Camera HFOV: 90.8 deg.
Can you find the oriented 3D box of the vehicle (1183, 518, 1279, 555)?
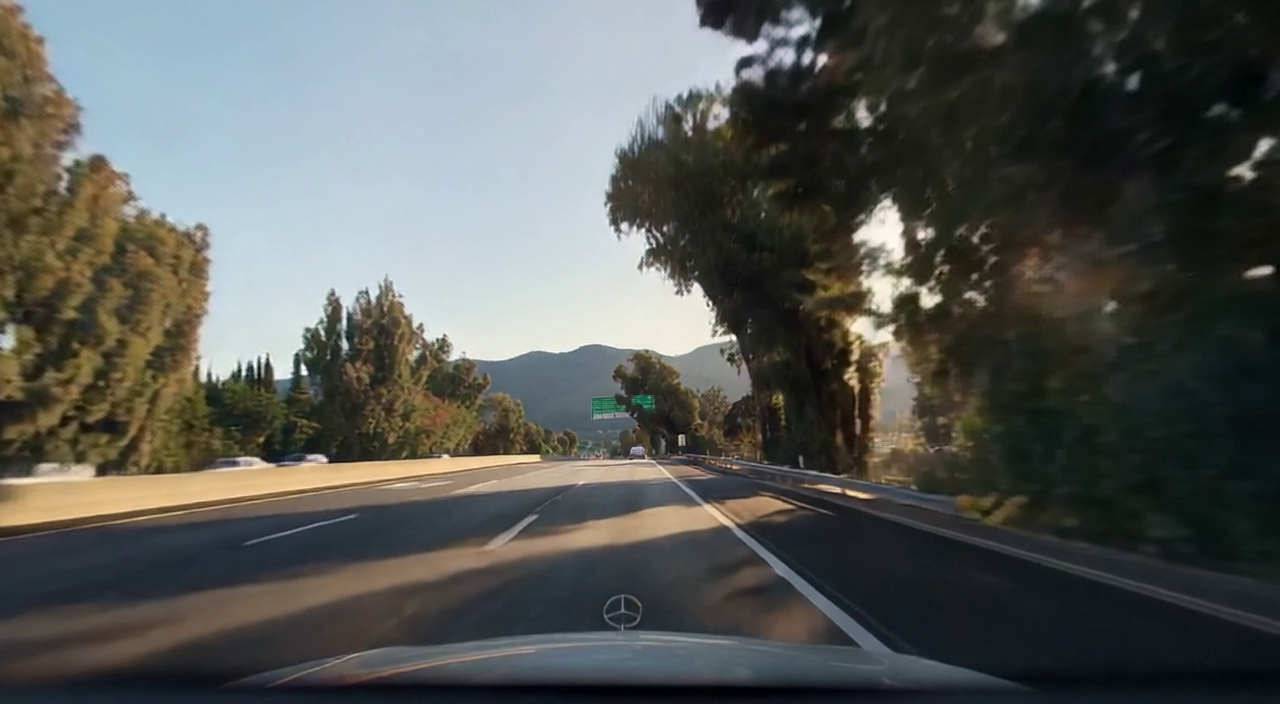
[{"bbox_3d":[34.908,10.754,36.940,4.190,1.776,2.089,0,-8,2],"label":"vehicle"}]

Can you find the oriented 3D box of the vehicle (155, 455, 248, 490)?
[{"bbox_3d":[-25.531,7.001,37.019,2.159,1.773,4.512,-1,-9,0],"label":"vehicle"}]

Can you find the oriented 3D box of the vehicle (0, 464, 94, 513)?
[{"bbox_3d":[-21.394,4.580,21.273,1.853,1.495,4.676,-1,-9,0],"label":"vehicle"}]

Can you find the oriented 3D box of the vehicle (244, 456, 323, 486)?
[{"bbox_3d":[-21.153,7.068,37.751,2.056,1.552,4.612,-1,-9,0],"label":"vehicle"}]
